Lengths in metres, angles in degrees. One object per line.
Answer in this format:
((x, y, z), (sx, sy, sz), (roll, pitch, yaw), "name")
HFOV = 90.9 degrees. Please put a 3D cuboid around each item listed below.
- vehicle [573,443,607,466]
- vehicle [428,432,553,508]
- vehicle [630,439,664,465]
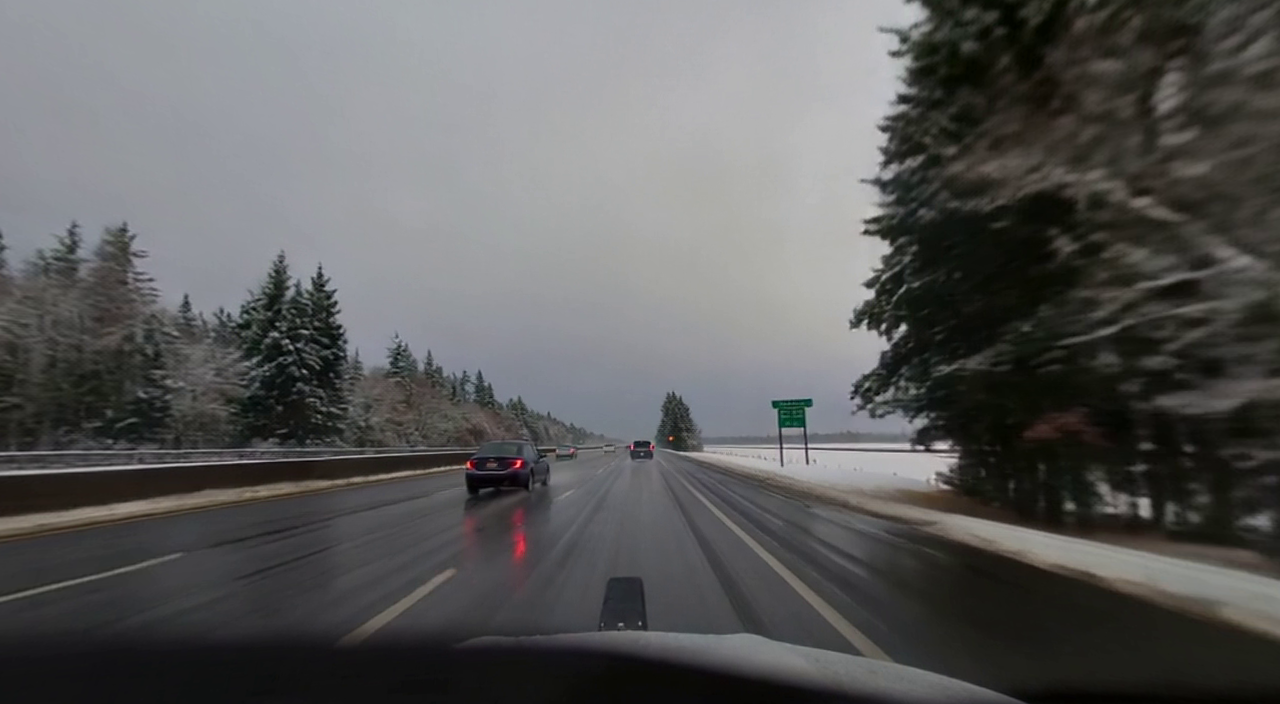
((-3.485, 7.202, 44.435), (2.066, 1.497, 4.253), (0, -8, 0), "vehicle")
((-3.604, 2.923, 16.120), (2.028, 1.634, 4.441), (0, -8, 1), "vehicle")
((0.448, 7.096, 44.800), (2.259, 1.697, 4.106), (0, -8, -1), "vehicle")
